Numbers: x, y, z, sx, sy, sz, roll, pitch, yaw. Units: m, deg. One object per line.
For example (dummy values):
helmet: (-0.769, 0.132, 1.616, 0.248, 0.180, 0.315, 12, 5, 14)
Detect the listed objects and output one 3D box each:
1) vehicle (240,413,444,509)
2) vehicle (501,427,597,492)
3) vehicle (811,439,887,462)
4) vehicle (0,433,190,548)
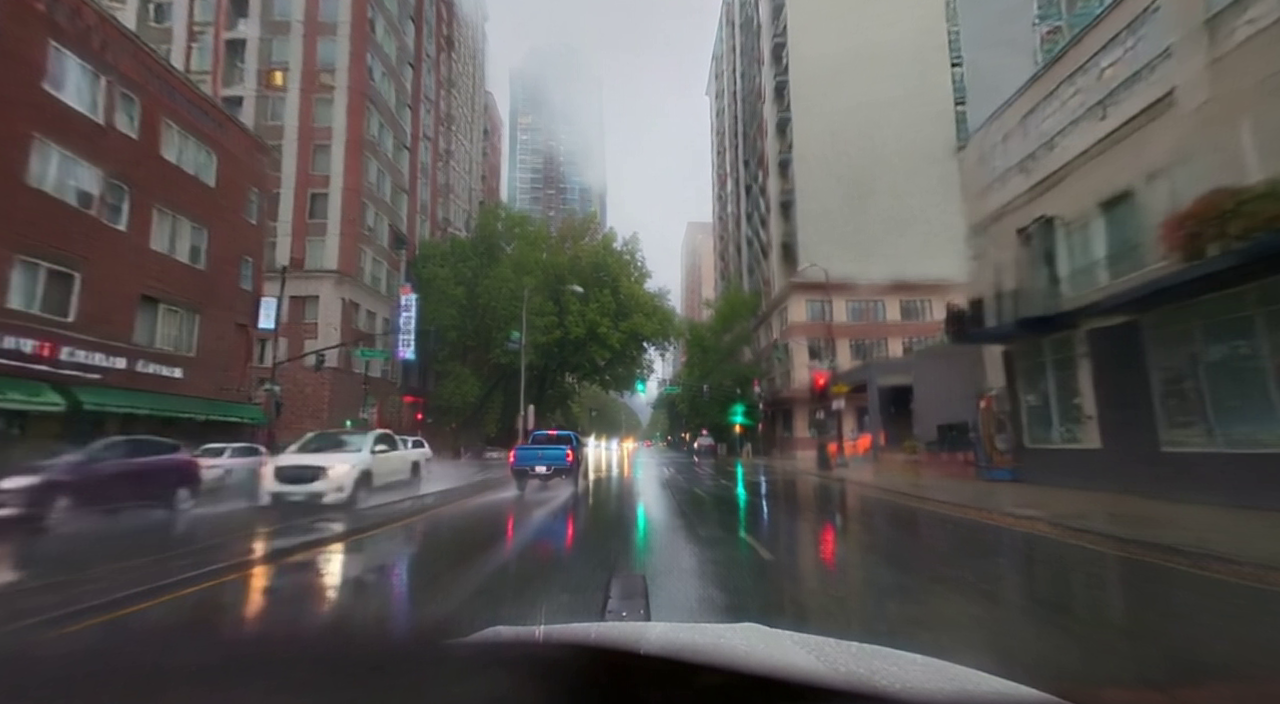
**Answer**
vehicle: (-7.100, 2.708, 16.042, 2.308, 1.961, 5.807, 0, -9, 1)
vehicle: (-2.714, 3.403, 20.276, 2.197, 1.786, 5.365, 0, -9, 1)
vehicle: (14.074, 6.689, 42.642, 4.447, 1.484, 1.928, 0, -9, 1)
vehicle: (-10.126, 2.249, 10.743, 1.894, 1.636, 4.057, 0, -9, 0)
